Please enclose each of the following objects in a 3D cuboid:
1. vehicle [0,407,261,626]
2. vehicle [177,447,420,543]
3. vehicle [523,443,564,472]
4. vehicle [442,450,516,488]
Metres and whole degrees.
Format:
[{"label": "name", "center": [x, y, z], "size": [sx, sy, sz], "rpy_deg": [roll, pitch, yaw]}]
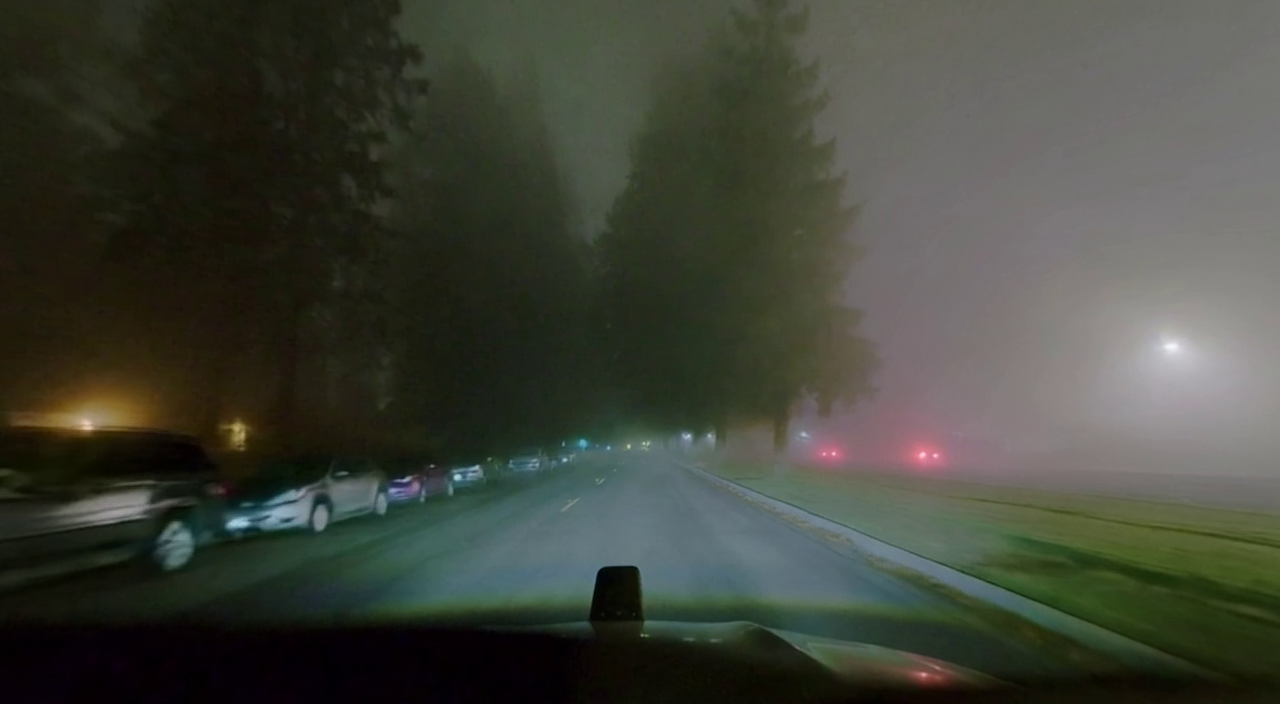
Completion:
[{"label": "vehicle", "center": [-6.441, 1.524, 6.277], "size": [2.020, 1.842, 5.116], "rpy_deg": [1, -9, 1]}, {"label": "vehicle", "center": [-6.490, 2.723, 12.895], "size": [2.074, 1.502, 5.098], "rpy_deg": [0, -8, 1]}, {"label": "vehicle", "center": [-6.744, 7.461, 44.578], "size": [2.249, 1.884, 4.784], "rpy_deg": [2, -9, -2]}, {"label": "vehicle", "center": [-6.813, 4.976, 27.091], "size": [2.056, 1.477, 4.318], "rpy_deg": [0, -9, -1]}]
